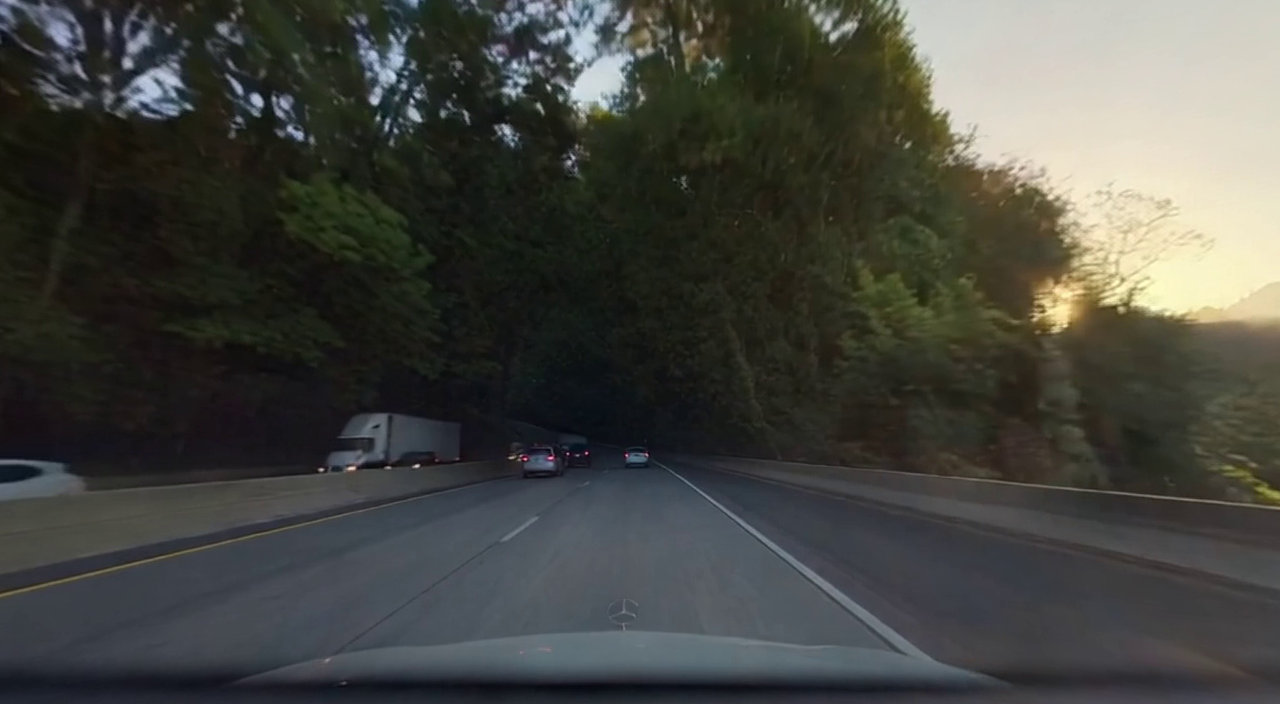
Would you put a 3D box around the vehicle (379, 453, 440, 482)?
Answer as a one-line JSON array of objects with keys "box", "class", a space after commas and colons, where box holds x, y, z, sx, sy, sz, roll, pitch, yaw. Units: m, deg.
[{"box": [-12.590, 6.326, 34.735, 1.804, 1.437, 4.081, 0, -9, 0], "class": "vehicle"}]

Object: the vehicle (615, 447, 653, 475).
[{"box": [-0.313, 6.173, 35.752, 2.001, 1.490, 3.914, 0, -9, 0], "class": "vehicle"}]

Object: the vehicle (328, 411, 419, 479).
[{"box": [-16.416, 5.805, 39.339, 2.991, 3.892, 5.867, 0, -9, 0], "class": "vehicle"}]

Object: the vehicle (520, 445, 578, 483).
[{"box": [-3.966, 4.951, 28.079, 1.978, 1.538, 3.755, 0, -9, 1], "class": "vehicle"}]
